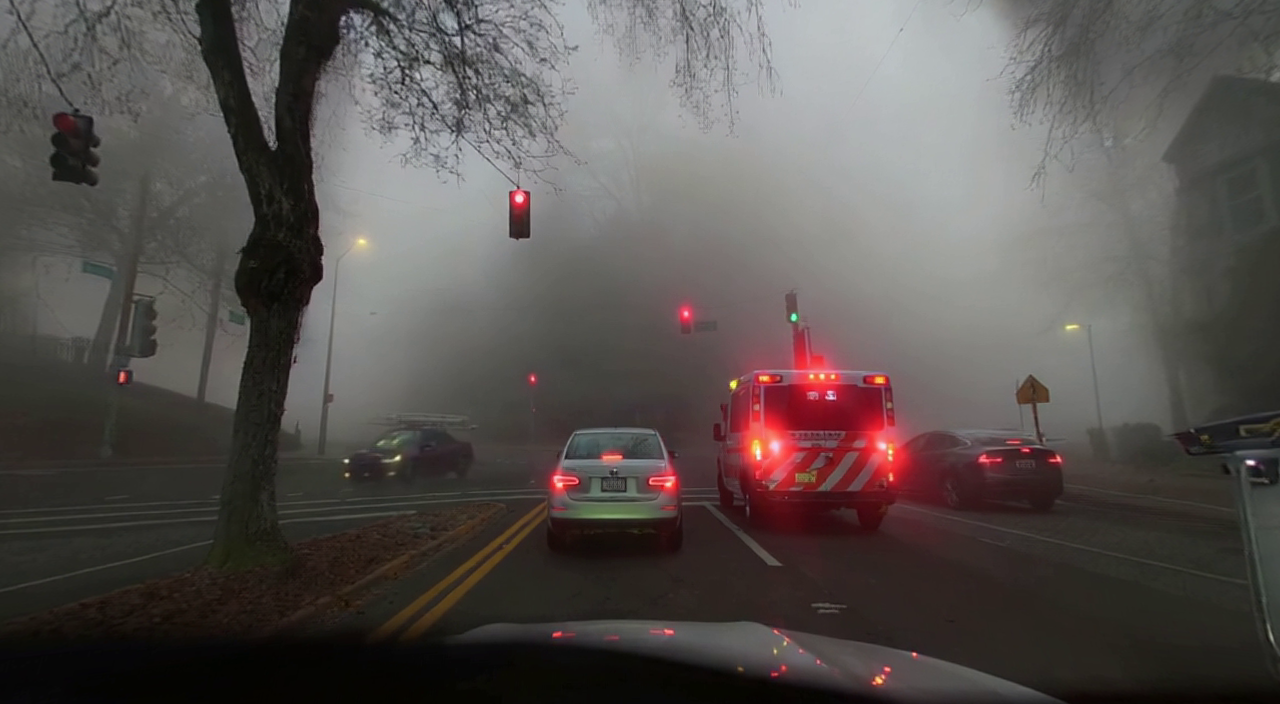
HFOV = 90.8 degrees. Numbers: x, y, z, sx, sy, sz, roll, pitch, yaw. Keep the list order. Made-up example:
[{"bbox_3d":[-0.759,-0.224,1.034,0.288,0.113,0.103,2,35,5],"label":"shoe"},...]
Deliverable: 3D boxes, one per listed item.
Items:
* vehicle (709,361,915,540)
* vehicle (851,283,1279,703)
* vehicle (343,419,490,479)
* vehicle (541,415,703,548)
[{"bbox_3d":[2.891,1.879,12.372,2.406,2.687,5.521,0,-8,0],"label":"vehicle"},{"bbox_3d":[2.851,0.892,2.847,2.194,1.820,4.652,0,-8,0],"label":"vehicle"},{"bbox_3d":[-8.374,3.731,24.493,2.349,1.988,5.813,-3,-9,16],"label":"vehicle"},{"bbox_3d":[-0.271,1.970,10.182,2.114,1.707,3.725,0,-8,-1],"label":"vehicle"}]
